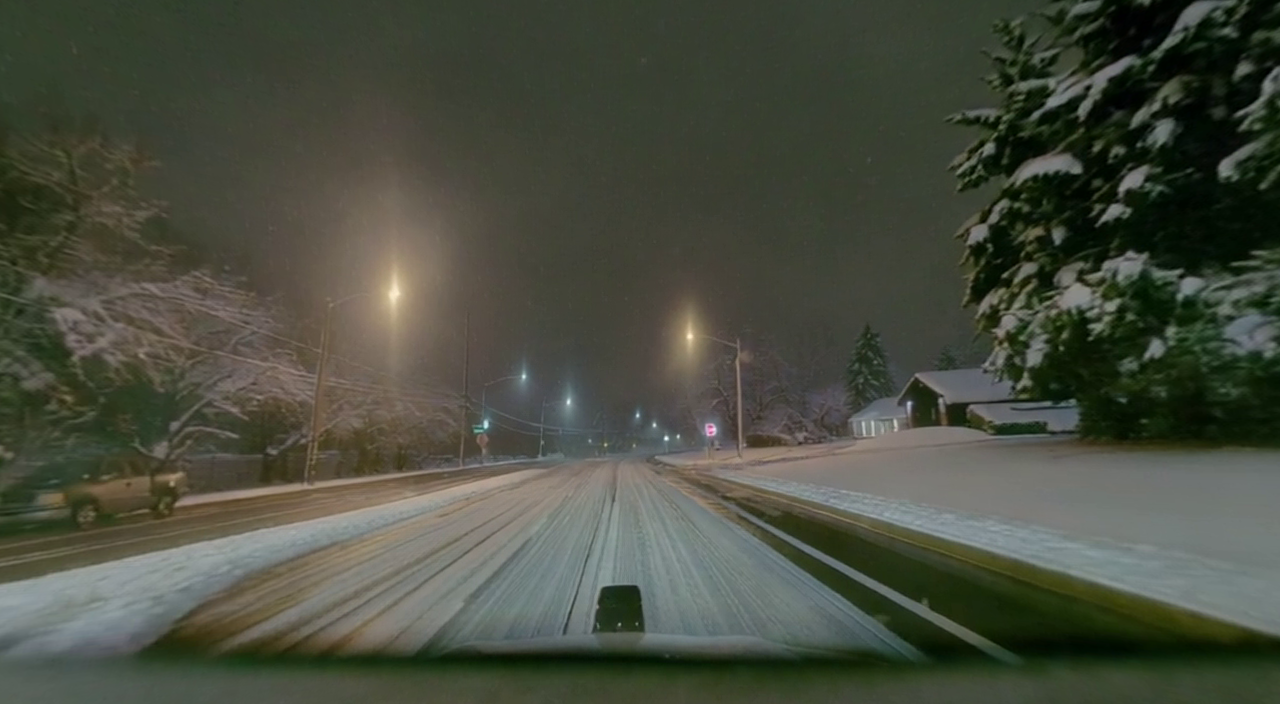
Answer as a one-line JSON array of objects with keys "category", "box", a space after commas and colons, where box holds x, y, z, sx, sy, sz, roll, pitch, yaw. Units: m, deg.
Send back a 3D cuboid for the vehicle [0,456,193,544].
[{"category": "vehicle", "box": [-12.894, 3.347, 14.717, 1.952, 1.632, 4.200, -5, -9, -2]}]
